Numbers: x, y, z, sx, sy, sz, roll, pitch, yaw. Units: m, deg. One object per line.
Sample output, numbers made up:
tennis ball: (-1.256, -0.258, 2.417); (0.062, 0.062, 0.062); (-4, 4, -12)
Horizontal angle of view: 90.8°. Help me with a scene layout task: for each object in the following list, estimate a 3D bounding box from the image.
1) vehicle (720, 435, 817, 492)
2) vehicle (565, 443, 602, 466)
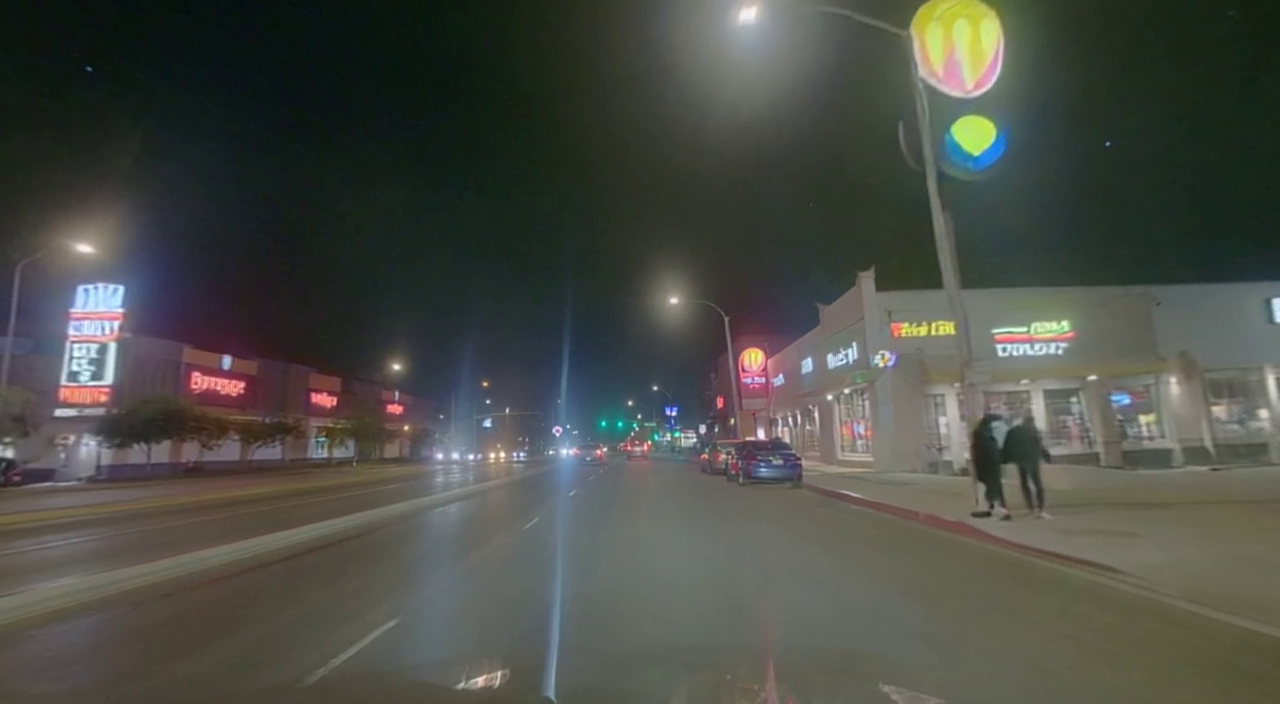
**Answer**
vehicle: (3.749, 3.371, 19.384); (1.922, 1.507, 4.824); (0, -9, -1)
vehicle: (-3.983, 7.322, 45.281); (2.179, 1.490, 4.742); (0, -9, 0)
